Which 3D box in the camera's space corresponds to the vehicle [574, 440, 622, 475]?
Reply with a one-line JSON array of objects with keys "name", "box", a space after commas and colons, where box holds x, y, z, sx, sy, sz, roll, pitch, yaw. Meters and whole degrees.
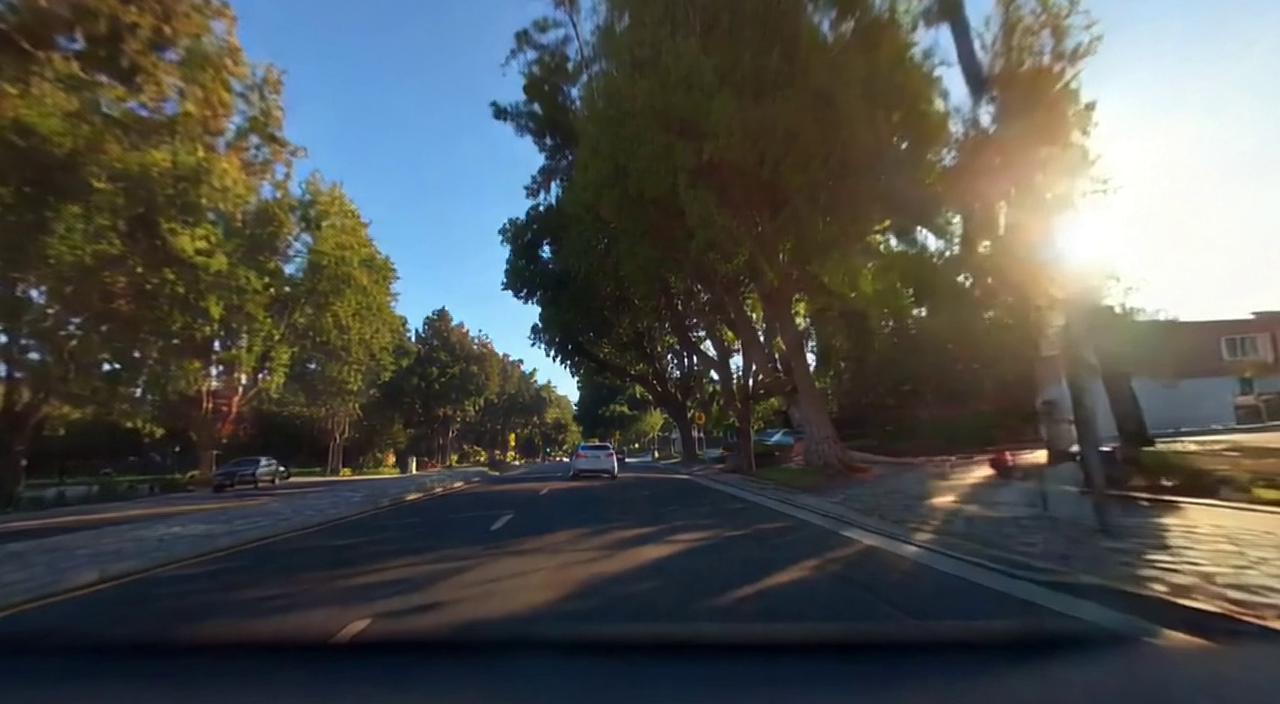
[{"name": "vehicle", "box": [-1.954, 4.999, 30.038, 2.142, 1.501, 4.273, 0, -9, -3]}]

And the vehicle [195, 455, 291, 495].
[{"name": "vehicle", "box": [-20.716, 6.387, 33.305, 2.109, 1.858, 5.253, 0, -9, -6]}]
